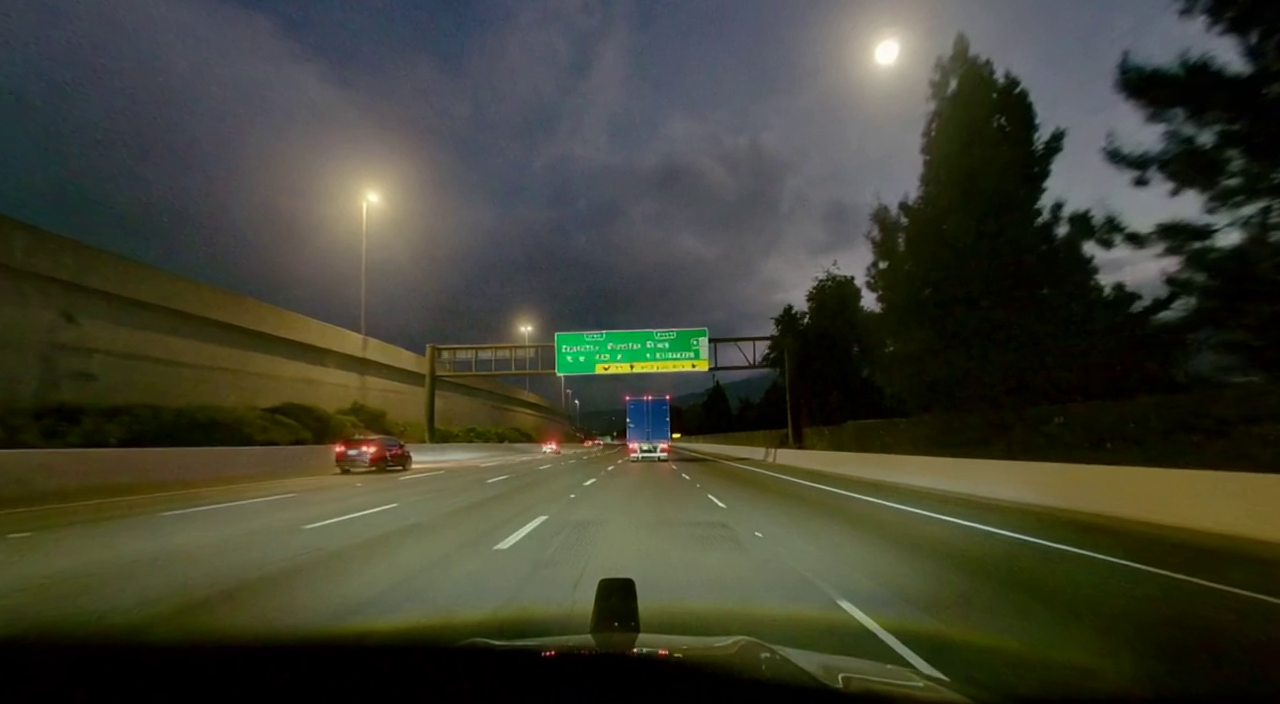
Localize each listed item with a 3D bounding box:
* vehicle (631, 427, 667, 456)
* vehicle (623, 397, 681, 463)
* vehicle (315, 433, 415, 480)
[{"bbox_3d":[0.498,5.393,37.956,2.052,1.666,4.358,0,-8,0],"label":"vehicle"},{"bbox_3d":[0.517,5.214,41.161,3.233,3.678,11.032,0,-8,-1],"label":"vehicle"},{"bbox_3d":[-10.376,3.961,24.209,1.919,1.625,4.183,0,-8,0],"label":"vehicle"}]
